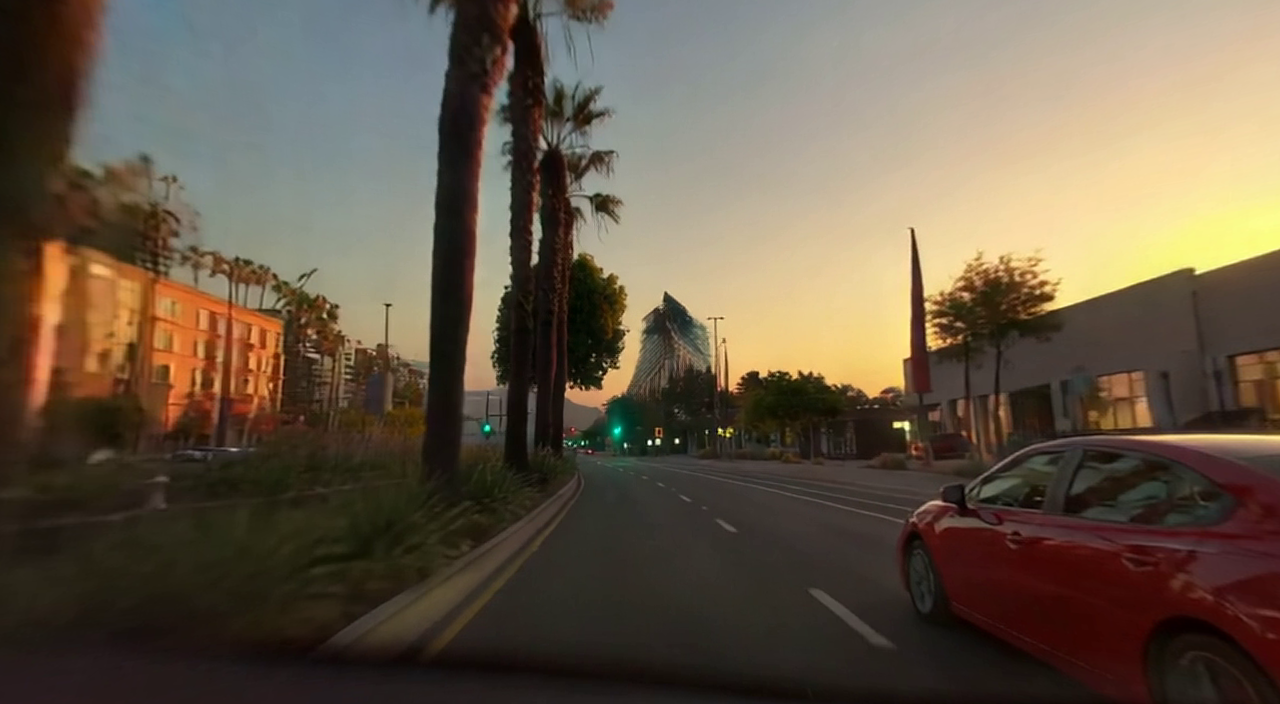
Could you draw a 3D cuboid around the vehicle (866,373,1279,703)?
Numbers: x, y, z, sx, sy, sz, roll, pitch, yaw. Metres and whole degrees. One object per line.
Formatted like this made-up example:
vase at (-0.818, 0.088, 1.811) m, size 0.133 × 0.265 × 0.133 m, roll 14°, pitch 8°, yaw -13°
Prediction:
vehicle at (3.065, 1.074, 3.587) m, size 1.867 × 1.554 × 4.301 m, roll 0°, pitch -9°, yaw -1°
